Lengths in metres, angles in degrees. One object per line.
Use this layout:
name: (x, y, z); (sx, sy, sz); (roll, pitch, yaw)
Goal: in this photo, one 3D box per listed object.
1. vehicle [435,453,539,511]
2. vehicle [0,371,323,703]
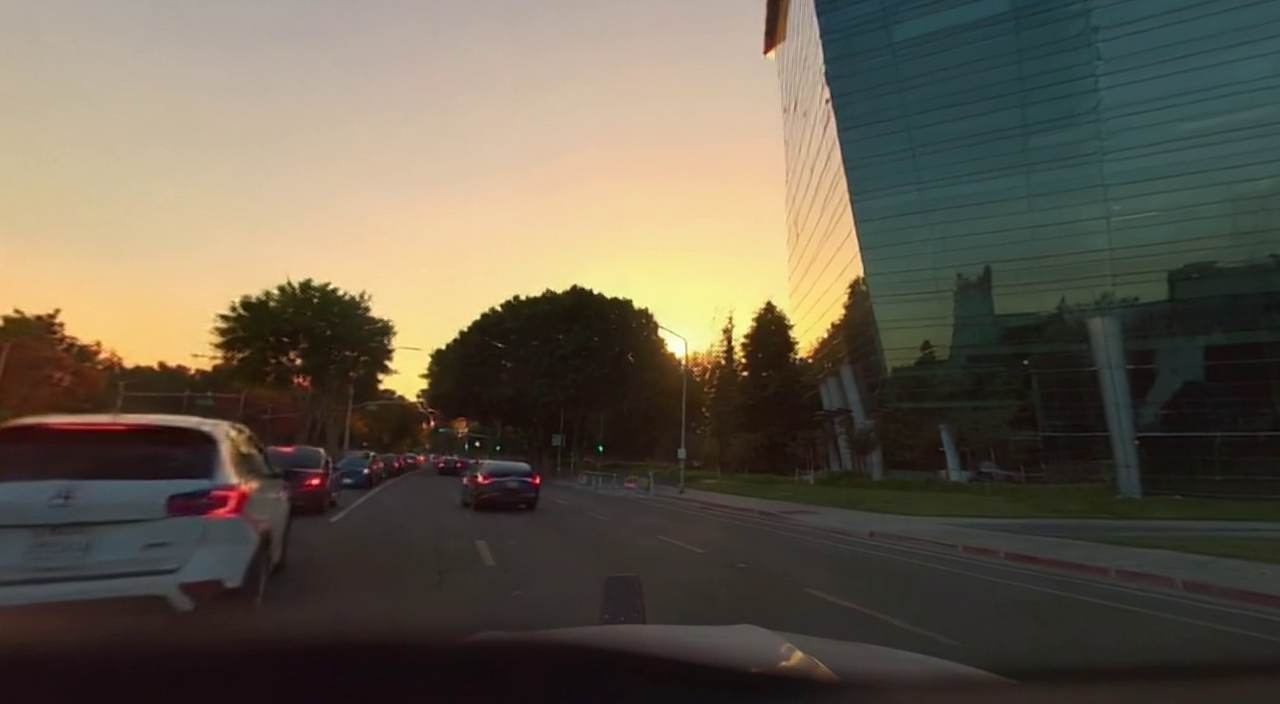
vehicle: (-4.956, 3.987, 19.748); (2.205, 1.537, 4.895); (6, -11, -24)
vehicle: (-4.135, 1.366, 5.515); (2.275, 1.819, 4.883); (4, -10, -26)
